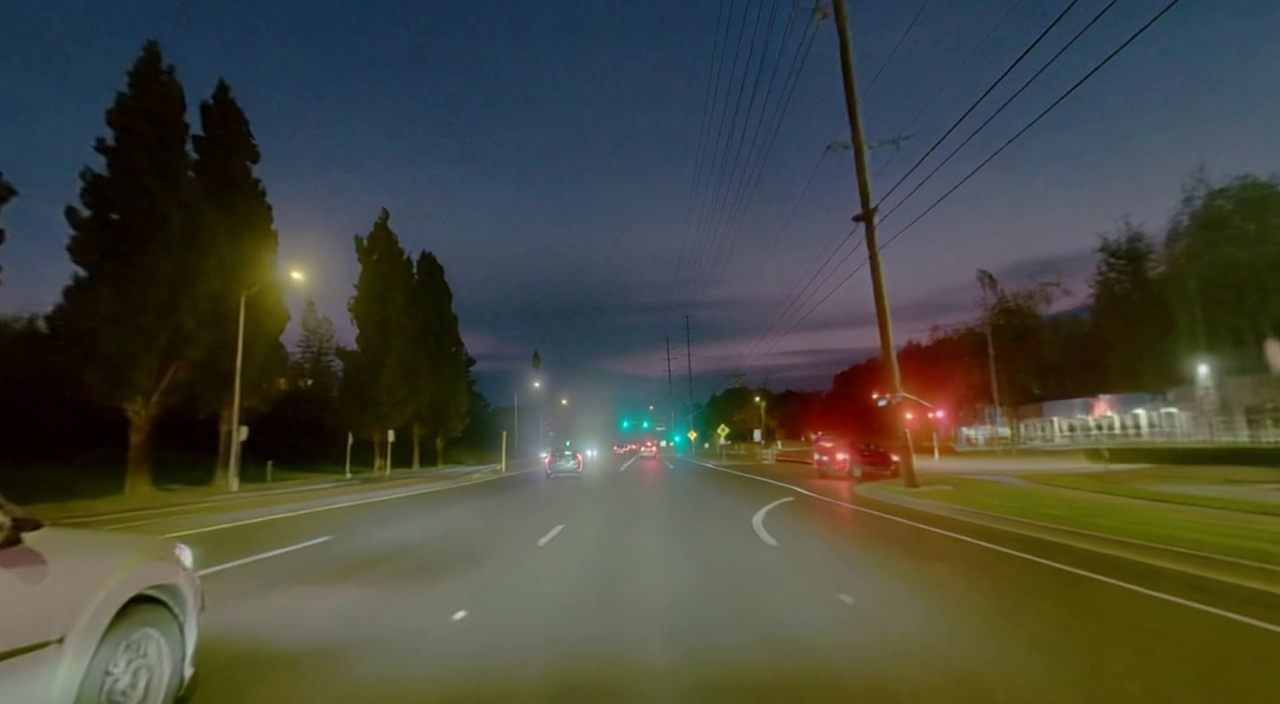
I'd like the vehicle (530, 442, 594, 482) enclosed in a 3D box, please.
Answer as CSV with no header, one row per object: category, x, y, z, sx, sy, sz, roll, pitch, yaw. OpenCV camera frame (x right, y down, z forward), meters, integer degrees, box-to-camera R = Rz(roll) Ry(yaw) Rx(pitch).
vehicle,-3.024,4.381,25.404,1.982,1.451,4.152,0,-9,1

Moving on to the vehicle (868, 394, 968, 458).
vehicle,20.055,5.302,46.234,2.923,4.081,8.860,-3,-5,-2

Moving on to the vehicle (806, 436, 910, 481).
vehicle,8.394,4.029,24.055,2.062,1.541,4.420,-8,-12,43

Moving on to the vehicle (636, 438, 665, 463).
vehicle,0.782,7.489,47.865,2.155,1.781,3.977,0,-9,1
